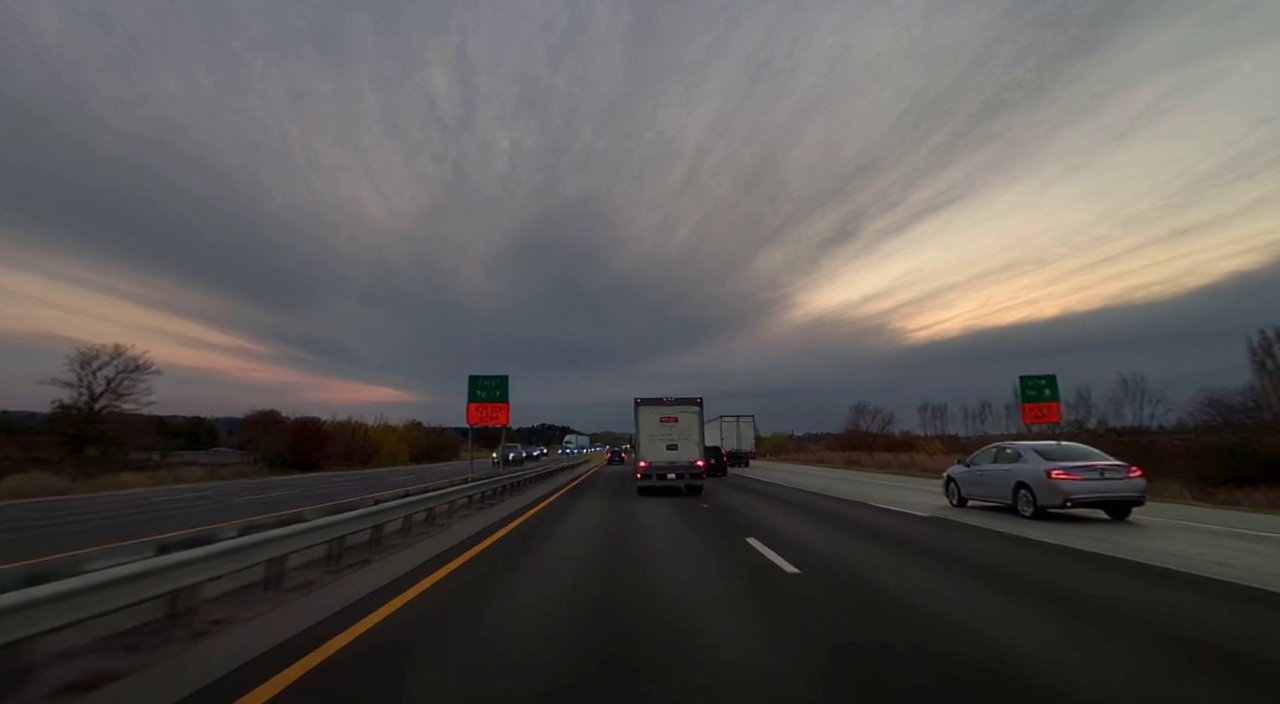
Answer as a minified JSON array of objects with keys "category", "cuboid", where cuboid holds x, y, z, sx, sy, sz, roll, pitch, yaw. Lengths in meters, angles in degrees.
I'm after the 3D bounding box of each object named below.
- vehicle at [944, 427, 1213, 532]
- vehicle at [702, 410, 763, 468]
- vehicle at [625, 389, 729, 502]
[{"category":"vehicle","cuboid":[7.457,2.188,11.251,1.988,1.534,3.763,0,-9,-2]},{"category":"vehicle","cuboid":[6.728,6.598,47.124,2.928,3.900,10.014,0,-9,0]},{"category":"vehicle","cuboid":[1.187,2.747,18.415,2.506,2.743,6.093,-1,-9,6]}]
